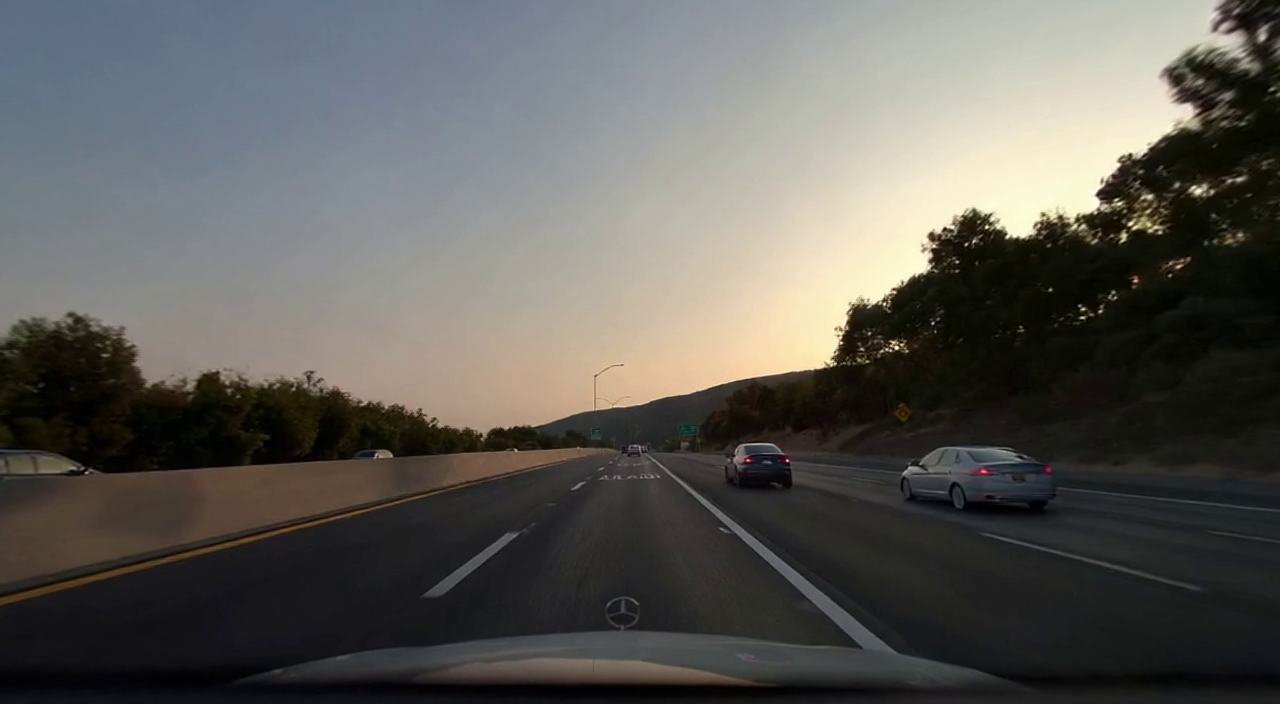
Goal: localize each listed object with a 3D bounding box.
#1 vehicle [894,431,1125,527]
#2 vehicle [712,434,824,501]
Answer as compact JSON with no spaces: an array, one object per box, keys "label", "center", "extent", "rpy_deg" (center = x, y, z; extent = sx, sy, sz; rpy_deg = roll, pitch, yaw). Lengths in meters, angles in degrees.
[{"label":"vehicle","center":[6.806,2.357,12.267],"extent":[2.038,1.528,3.910],"rpy_deg":[0,-8,-1]},{"label":"vehicle","center":[3.286,3.058,17.178],"extent":[2.056,1.553,4.320],"rpy_deg":[0,-8,-1]}]
